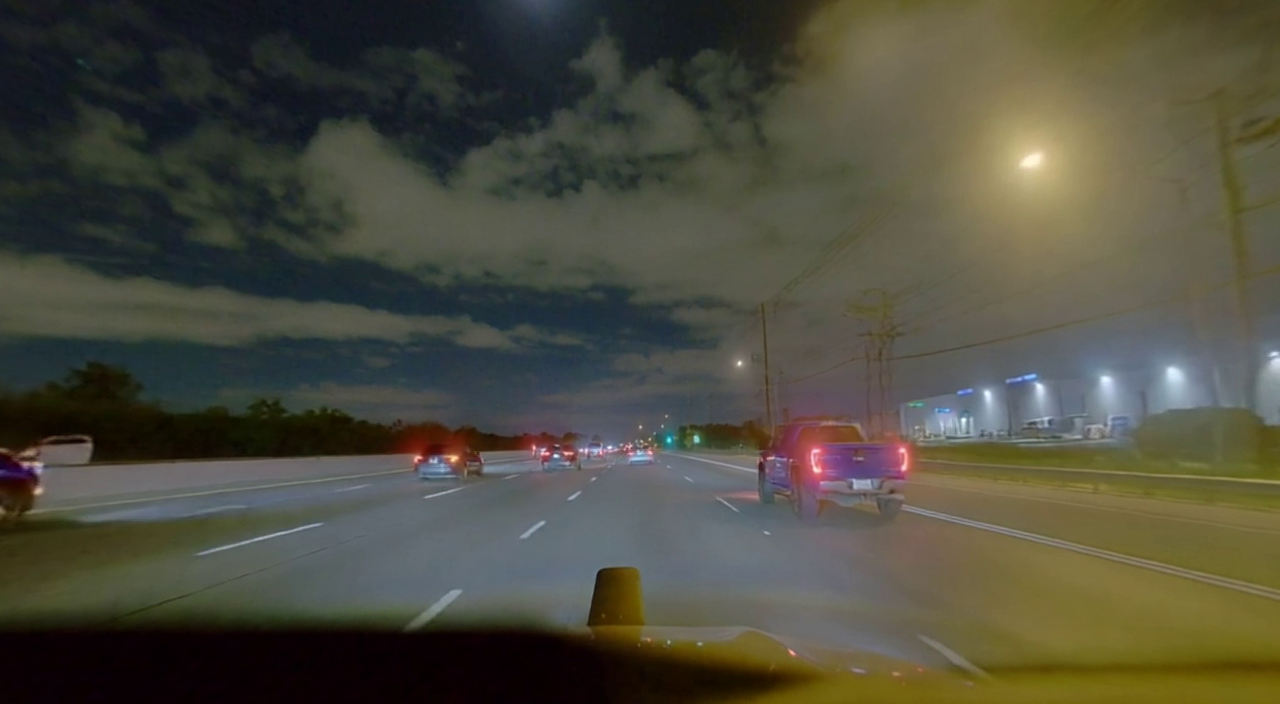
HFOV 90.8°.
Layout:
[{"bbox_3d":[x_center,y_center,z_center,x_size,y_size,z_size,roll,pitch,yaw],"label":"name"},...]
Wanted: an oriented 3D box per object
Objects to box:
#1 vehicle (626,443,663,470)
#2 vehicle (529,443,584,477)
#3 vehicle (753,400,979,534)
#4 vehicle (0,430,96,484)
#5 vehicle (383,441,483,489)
[{"bbox_3d":[0.235,6.007,36.462,2.030,1.471,4.115,0,-8,0],"label":"vehicle"},{"bbox_3d":[-3.783,4.951,29.344,1.938,1.444,4.206,0,-8,0],"label":"vehicle"},{"bbox_3d":[3.730,2.032,11.743,2.231,1.919,5.086,0,-8,-1],"label":"vehicle"},{"bbox_3d":[-38.098,6.500,39.139,2.716,3.066,6.526,0,-9,1],"label":"vehicle"},{"bbox_3d":[-7.167,3.935,22.468,1.959,1.496,4.740,0,-8,0],"label":"vehicle"}]
